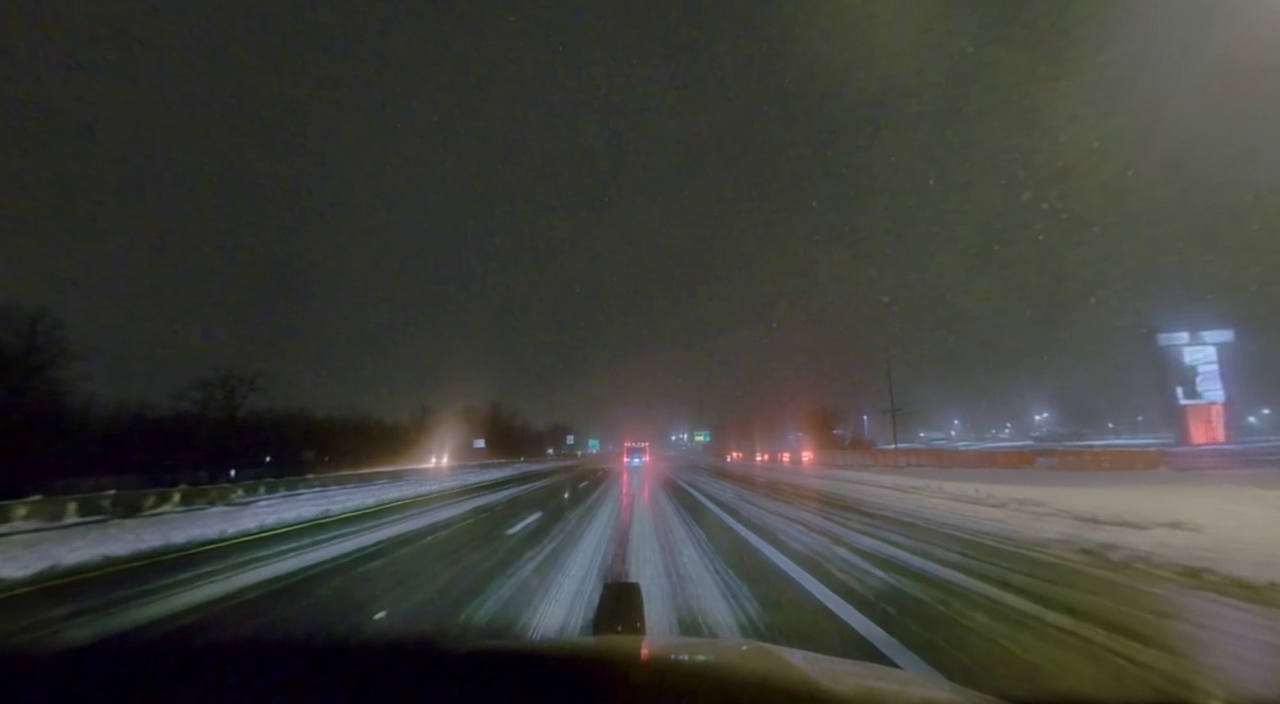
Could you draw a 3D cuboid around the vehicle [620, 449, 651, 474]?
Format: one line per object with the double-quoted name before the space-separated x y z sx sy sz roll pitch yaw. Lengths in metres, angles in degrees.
"vehicle" -0.224 6.519 37.756 1.695 1.437 3.506 0 -9 2
